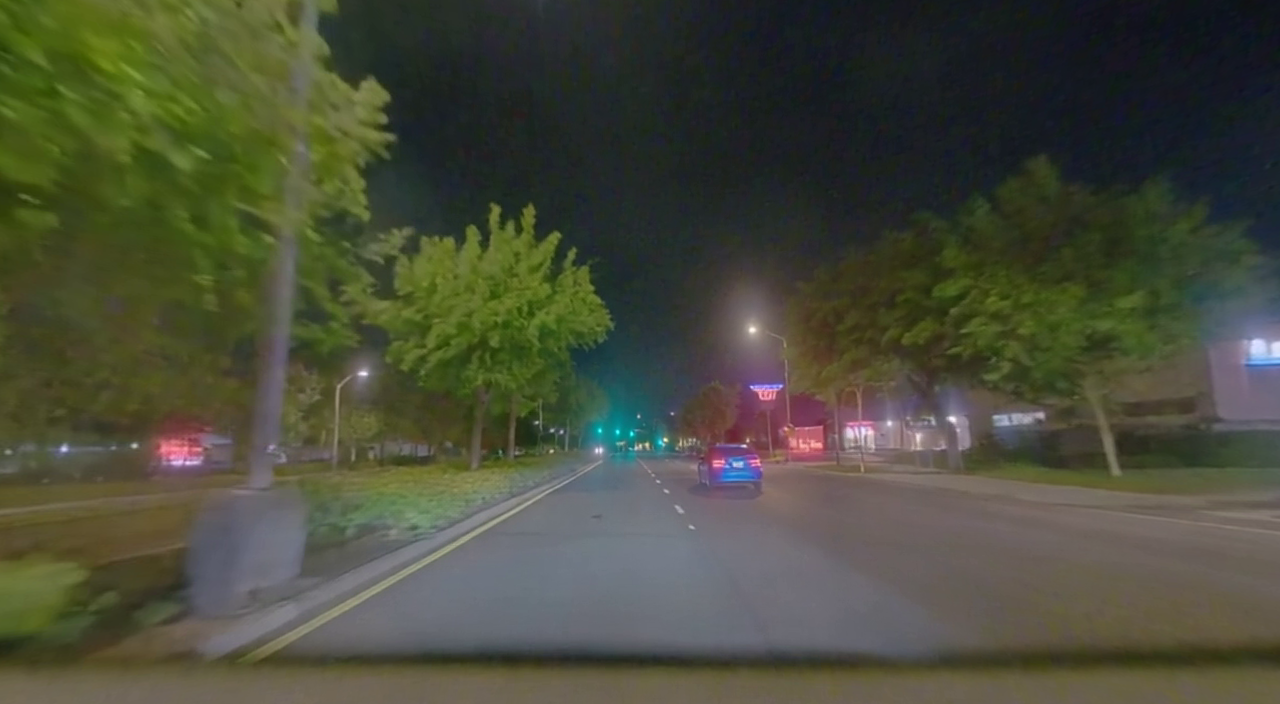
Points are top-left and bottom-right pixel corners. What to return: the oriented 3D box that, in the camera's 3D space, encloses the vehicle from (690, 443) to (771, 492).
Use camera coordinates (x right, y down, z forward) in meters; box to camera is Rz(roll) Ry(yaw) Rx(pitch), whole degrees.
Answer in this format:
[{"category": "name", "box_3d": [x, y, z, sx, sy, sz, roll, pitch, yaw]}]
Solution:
[{"category": "vehicle", "box_3d": [2.834, 3.720, 20.784, 1.929, 1.411, 4.284, 0, -8, -2]}]
